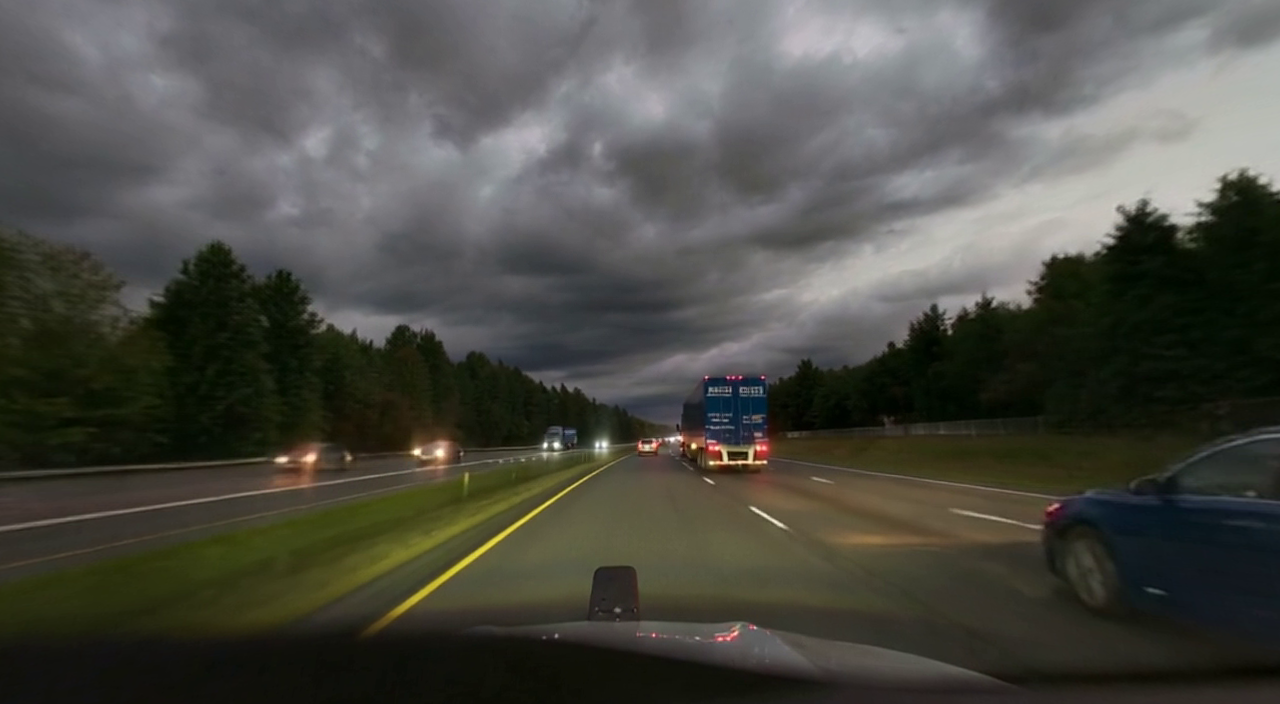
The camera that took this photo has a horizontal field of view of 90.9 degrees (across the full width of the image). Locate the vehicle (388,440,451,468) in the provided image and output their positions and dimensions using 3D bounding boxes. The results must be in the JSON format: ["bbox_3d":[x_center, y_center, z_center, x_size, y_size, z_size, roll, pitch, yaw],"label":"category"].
[{"bbox_3d":[-13.790,6.389,39.719,2.059,1.632,4.713,-1,-8,3],"label":"vehicle"}]

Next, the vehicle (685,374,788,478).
[{"bbox_3d":[4.303,3.847,31.860,3.171,4.072,13.784,0,-8,1],"label":"vehicle"}]

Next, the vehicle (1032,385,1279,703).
[{"bbox_3d":[3.982,0.889,2.515,2.028,1.573,4.207,0,-8,-1],"label":"vehicle"}]

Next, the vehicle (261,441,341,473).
[{"bbox_3d":[-18.248,5.643,34.174,1.882,1.605,4.237,0,-8,1],"label":"vehicle"}]

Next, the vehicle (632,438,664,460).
[{"bbox_3d":[0.594,7.027,45.863,2.209,1.499,4.144,0,-8,1],"label":"vehicle"}]
